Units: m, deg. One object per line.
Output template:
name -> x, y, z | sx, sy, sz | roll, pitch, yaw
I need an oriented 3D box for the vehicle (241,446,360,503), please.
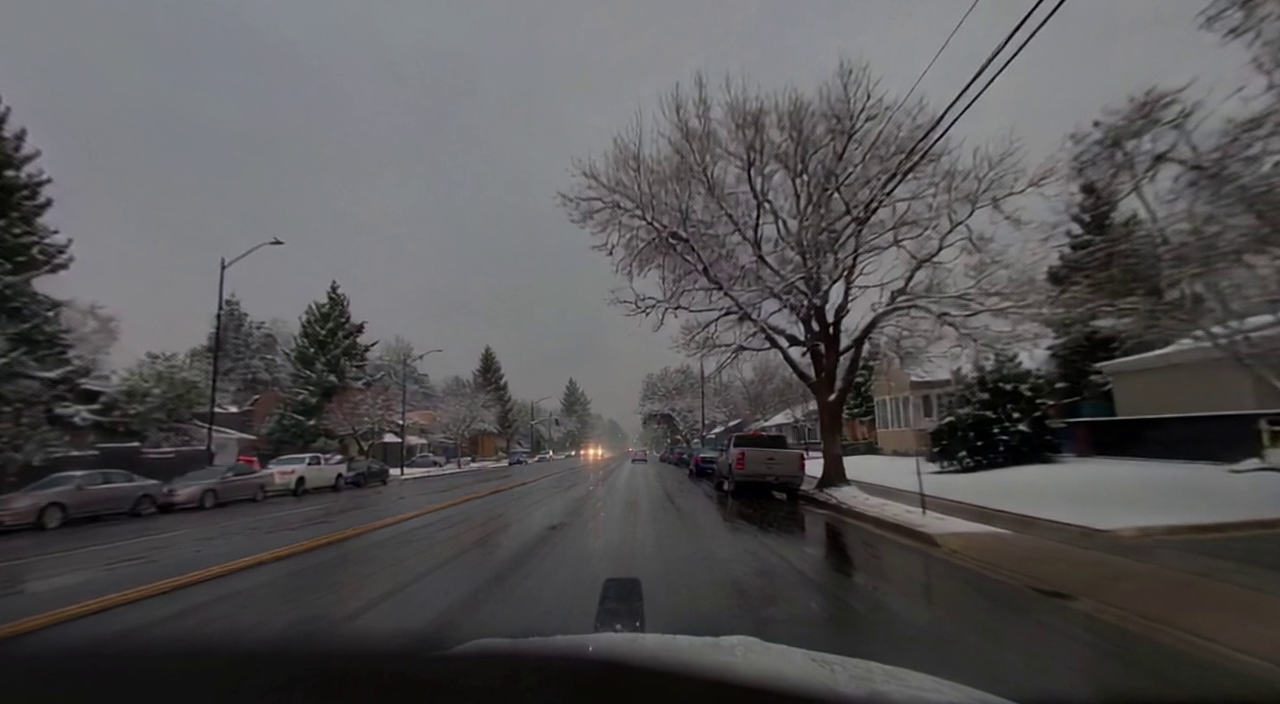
vehicle -> -13.944, 5.049, 26.405 | 2.213, 1.903, 5.326 | -4, -9, -2

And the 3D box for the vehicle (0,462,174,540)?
vehicle -> -13.923, 3.560, 15.441 | 2.017, 1.574, 4.024 | -4, -10, -1

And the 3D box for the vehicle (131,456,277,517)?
vehicle -> -13.890, 4.256, 20.472 | 1.772, 1.736, 4.020 | 0, -9, 1

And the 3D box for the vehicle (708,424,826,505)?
vehicle -> 3.567, 3.354, 19.238 | 2.327, 2.026, 6.259 | 0, -9, 0

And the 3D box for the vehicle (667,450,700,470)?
vehicle -> 3.347, 8.431, 49.656 | 2.158, 1.477, 5.135 | 0, -9, 0
